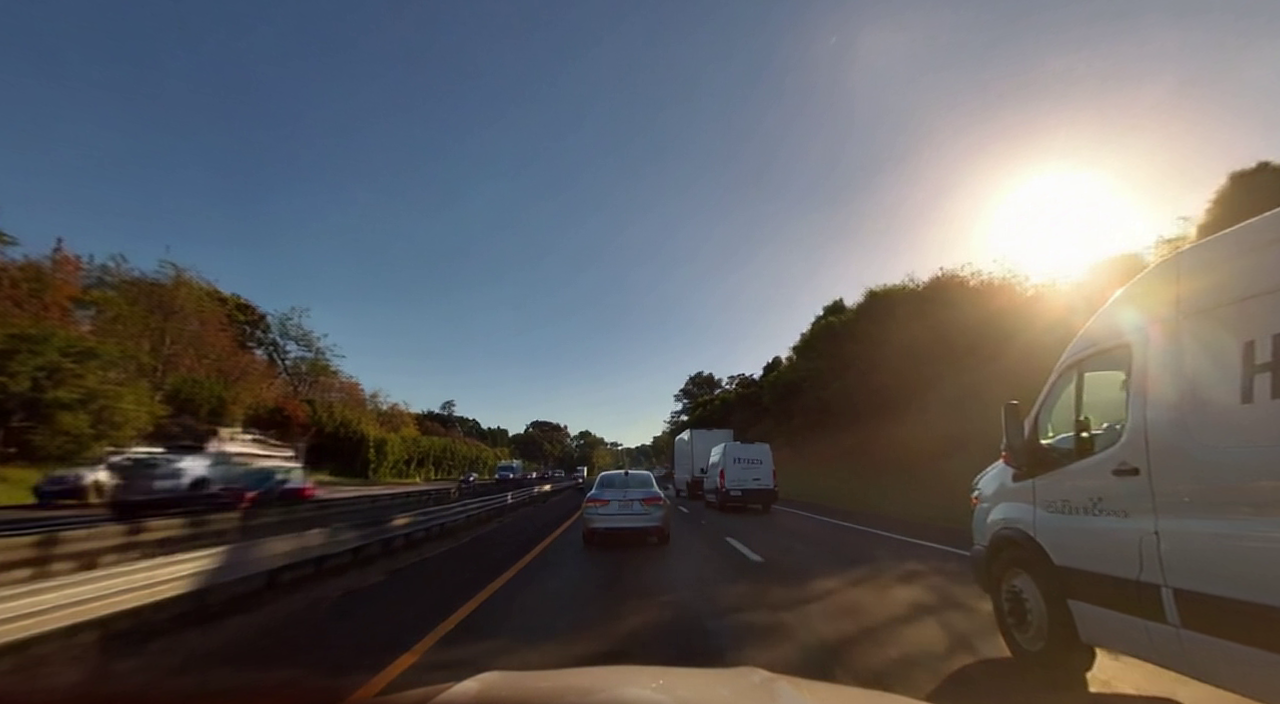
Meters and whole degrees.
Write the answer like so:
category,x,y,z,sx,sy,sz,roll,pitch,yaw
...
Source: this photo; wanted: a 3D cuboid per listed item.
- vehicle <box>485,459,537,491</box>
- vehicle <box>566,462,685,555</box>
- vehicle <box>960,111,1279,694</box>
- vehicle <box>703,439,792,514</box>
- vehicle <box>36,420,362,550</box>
category,x,y,z,sx,sy,sz,roll,pitch,yaw
vehicle,-7.008,6.770,34.717,2.012,1.601,4.042,1,-11,0
vehicle,-0.255,2.924,12.228,1.980,1.493,3.410,1,-11,-1
vehicle,5.602,0.194,3.342,2.890,3.726,9.269,0,-11,0
vehicle,3.995,4.810,24.570,2.328,2.537,5.290,1,-11,-2
vehicle,-6.641,2.114,10.345,2.069,1.628,4.479,1,-11,0
